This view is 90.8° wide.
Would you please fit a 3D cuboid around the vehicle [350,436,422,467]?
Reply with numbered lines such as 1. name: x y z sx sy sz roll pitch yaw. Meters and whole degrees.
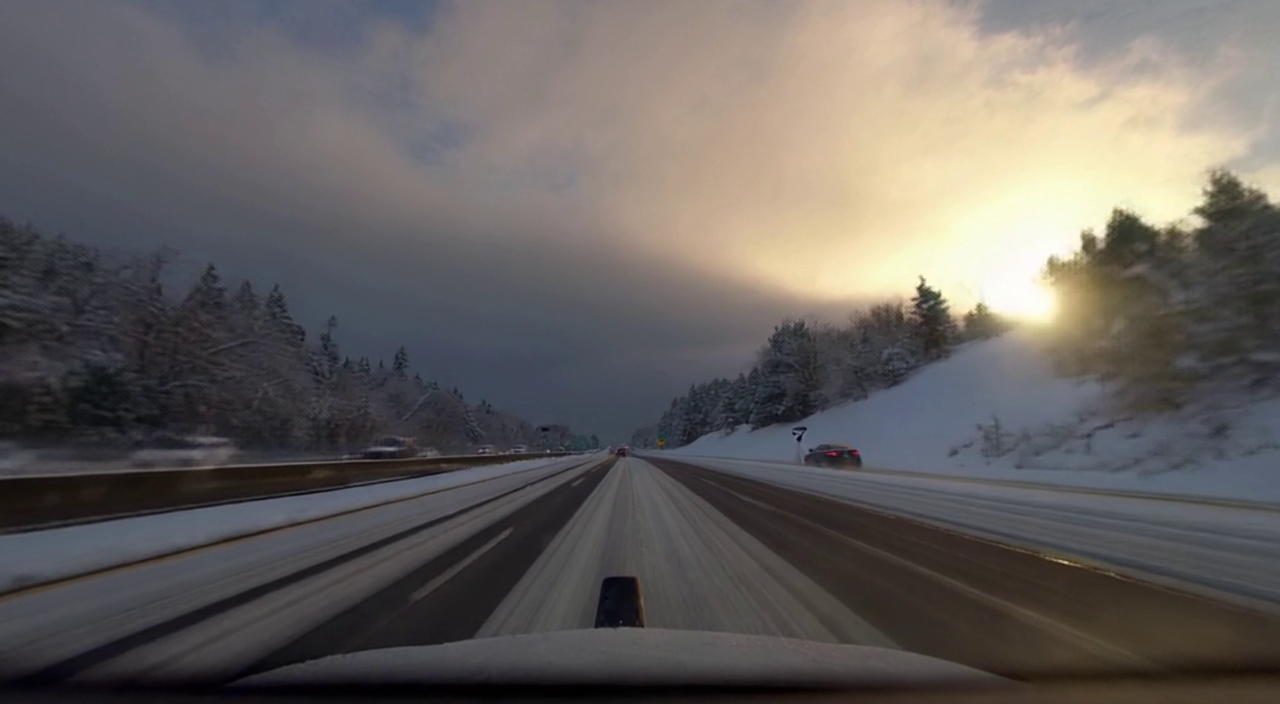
1. vehicle: -14.358 5.665 35.993 2.189 1.641 4.696 0 -9 -1

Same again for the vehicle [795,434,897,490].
1. vehicle: 6.948 3.749 21.811 2.081 1.705 3.926 0 -9 -1

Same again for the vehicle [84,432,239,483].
1. vehicle: -17.862 3.981 23.998 1.948 1.706 5.045 0 -9 0
